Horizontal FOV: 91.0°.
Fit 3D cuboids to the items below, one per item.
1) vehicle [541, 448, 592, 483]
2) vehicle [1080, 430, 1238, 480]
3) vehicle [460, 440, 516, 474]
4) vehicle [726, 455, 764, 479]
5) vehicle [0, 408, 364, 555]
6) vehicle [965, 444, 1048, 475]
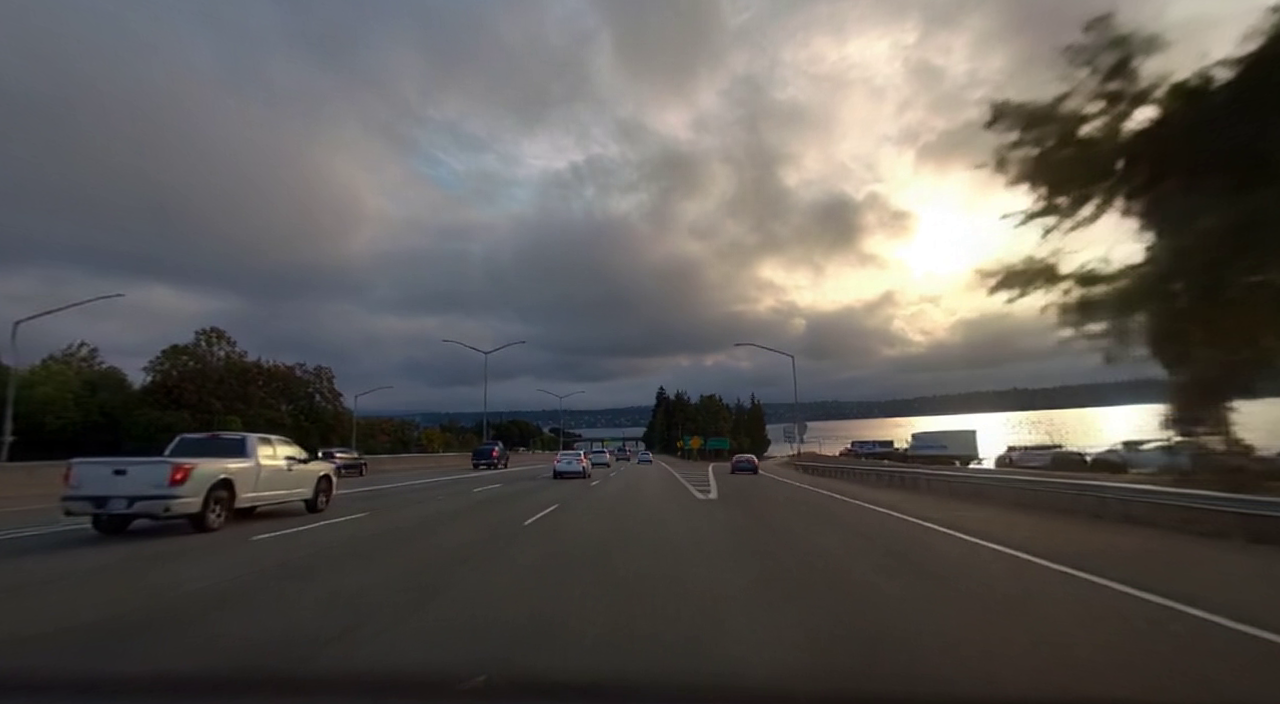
[{"bbox_3d":[-3.910,6.127,34.360,2.132,1.708,4.571,0,-9,1],"label":"vehicle"},{"bbox_3d":[24.428,4.902,30.159,2.456,2.117,6.561,-1,-9,5],"label":"vehicle"},{"bbox_3d":[-10.683,7.424,44.843,2.442,2.191,5.760,0,-9,1],"label":"vehicle"},{"bbox_3d":[7.160,7.886,43.375,2.153,1.510,4.646,0,-9,4],"label":"vehicle"},{"bbox_3d":[-7.304,2.090,10.973,2.250,1.870,5.647,0,-9,2],"label":"vehicle"},{"bbox_3d":[21.992,6.443,38.102,2.097,1.692,5.148,-1,-8,3],"label":"vehicle"}]
